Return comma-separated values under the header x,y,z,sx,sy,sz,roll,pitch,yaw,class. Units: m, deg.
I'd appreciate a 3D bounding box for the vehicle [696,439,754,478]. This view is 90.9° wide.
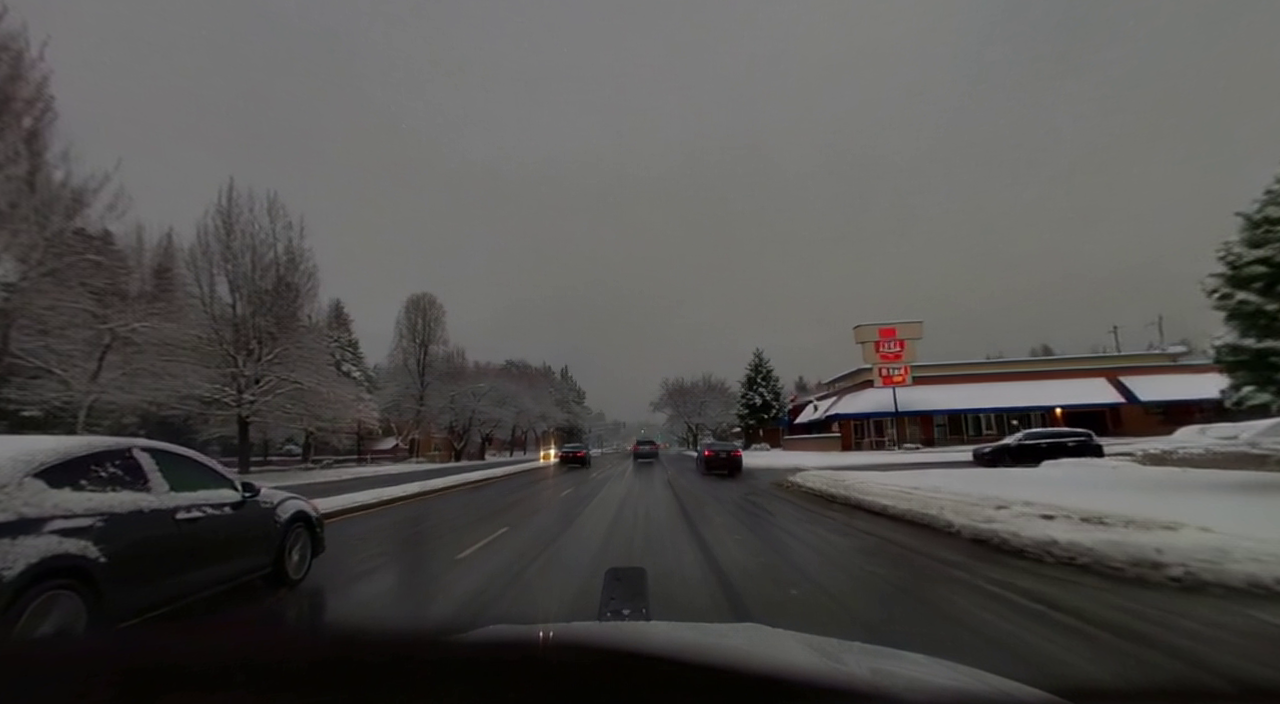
x,y,z,sx,sy,sz,roll,pitch,yaw,class
3.613,4.613,27.472,1.922,1.579,3.642,1,-9,-1,vehicle

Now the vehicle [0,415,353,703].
x,y,z,sx,sy,sz,roll,pitch,yaw,class
-3.999,1.245,4.353,1.908,1.481,4.351,0,-9,1,vehicle

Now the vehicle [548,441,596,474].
x,y,z,sx,sy,sz,roll,pitch,yaw,class
-3.613,5.686,34.195,2.026,1.665,4.193,0,-9,1,vehicle

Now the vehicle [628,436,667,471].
x,y,z,sx,sy,sz,roll,pitch,yaw,class
0.421,5.945,37.052,2.193,1.873,4.033,0,-9,0,vehicle

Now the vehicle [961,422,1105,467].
x,y,z,sx,sy,sz,roll,pitch,yaw,class
16.839,4.035,27.302,1.945,1.690,4.833,1,-9,-27,vehicle

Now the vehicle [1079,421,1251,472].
x,y,z,sx,sy,sz,roll,pitch,yaw,class
16.391,2.993,20.009,1.891,1.440,4.045,1,-9,-1,vehicle
